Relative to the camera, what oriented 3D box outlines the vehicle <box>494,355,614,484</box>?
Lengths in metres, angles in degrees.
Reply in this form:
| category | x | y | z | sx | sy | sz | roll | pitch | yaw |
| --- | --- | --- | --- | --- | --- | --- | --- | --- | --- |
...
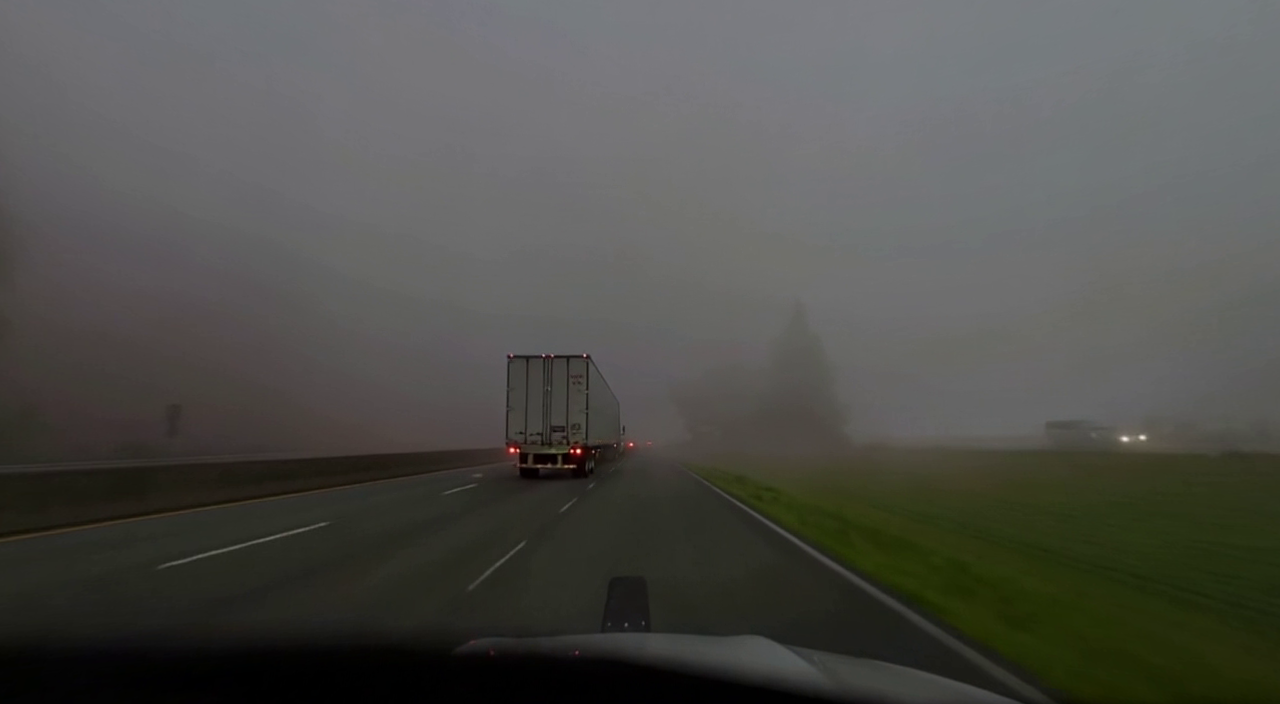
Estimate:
| category | x | y | z | sx | sy | sz | roll | pitch | yaw |
| --- | --- | --- | --- | --- | --- | --- | --- | --- | --- |
| vehicle | -3.006 | 3.135 | 26.982 | 2.947 | 4.051 | 14.256 | 0 | -8 | 1 |
